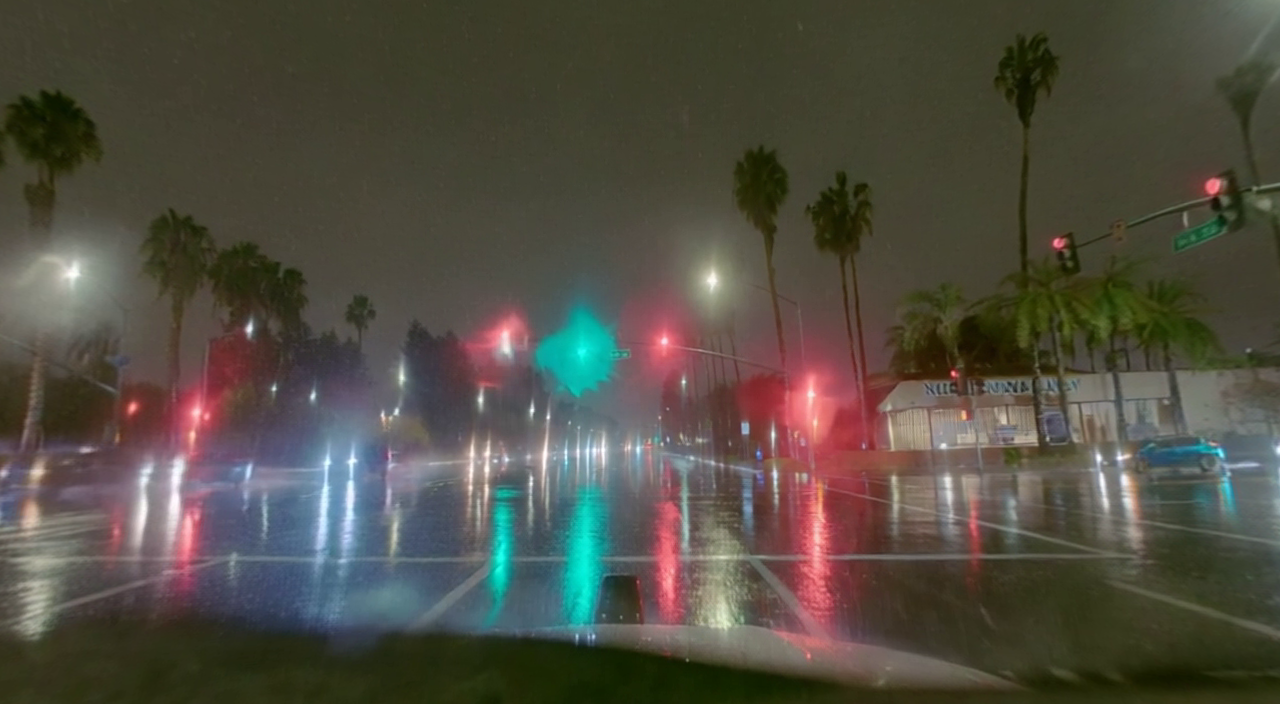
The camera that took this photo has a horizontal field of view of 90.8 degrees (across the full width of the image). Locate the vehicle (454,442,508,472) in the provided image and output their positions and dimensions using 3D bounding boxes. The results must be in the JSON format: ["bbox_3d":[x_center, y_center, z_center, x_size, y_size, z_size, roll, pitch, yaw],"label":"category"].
[{"bbox_3d":[-9.709,6.438,38.910,2.074,1.681,4.417,0,-9,1],"label":"vehicle"}]

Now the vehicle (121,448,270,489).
[{"bbox_3d":[-17.581,4.620,25.425,2.221,1.449,5.092,0,-9,1],"label":"vehicle"}]

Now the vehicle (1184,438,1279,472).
[{"bbox_3d":[27.387,4.620,28.383,4.625,1.451,1.801,1,-9,-9],"label":"vehicle"}]

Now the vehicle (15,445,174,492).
[{"bbox_3d":[-21.333,4.533,25.028,2.107,1.642,4.561,0,-9,2],"label":"vehicle"}]

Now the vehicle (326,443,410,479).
[{"bbox_3d":[-13.949,5.607,32.760,2.074,1.671,4.755,0,-9,2],"label":"vehicle"}]

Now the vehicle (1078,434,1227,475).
[{"bbox_3d":[22.230,4.466,27.552,4.533,1.676,2.236,0,-9,-1],"label":"vehicle"}]
